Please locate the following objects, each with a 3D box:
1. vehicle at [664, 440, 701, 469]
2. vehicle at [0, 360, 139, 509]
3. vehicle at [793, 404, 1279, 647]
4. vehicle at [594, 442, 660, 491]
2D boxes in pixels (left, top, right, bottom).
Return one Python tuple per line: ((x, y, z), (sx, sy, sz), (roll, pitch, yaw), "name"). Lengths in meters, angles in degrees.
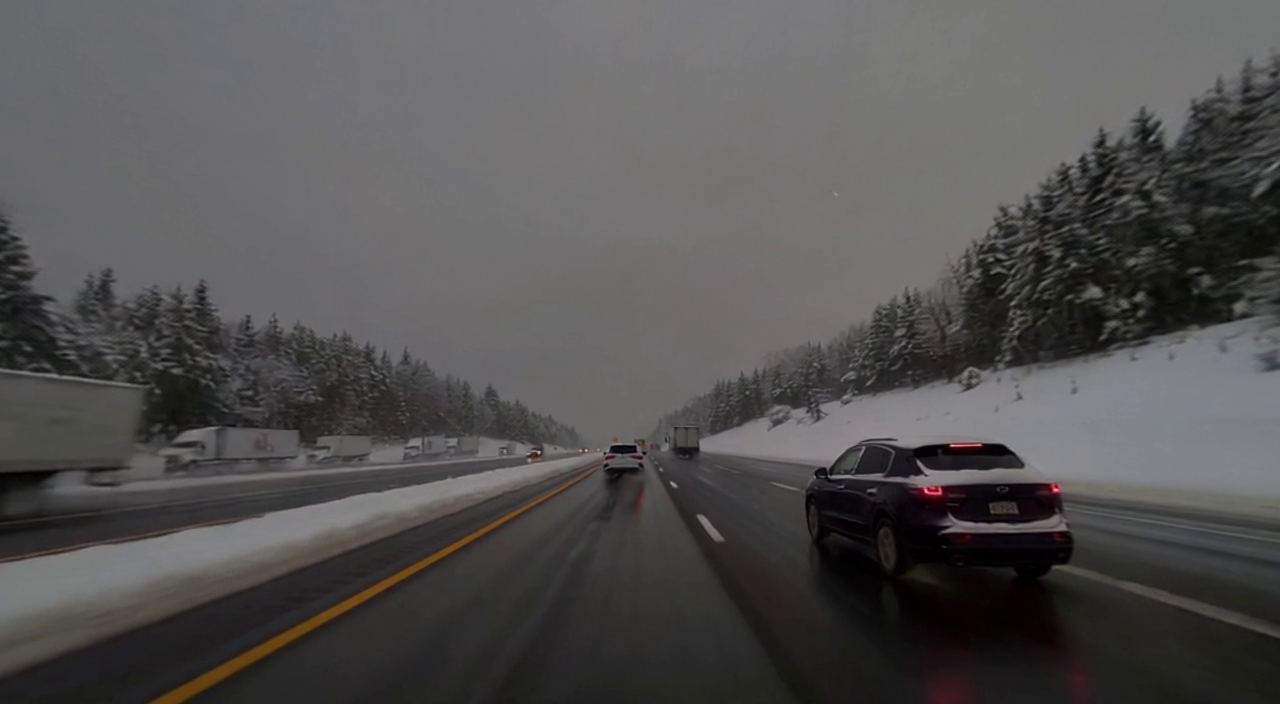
((2.632, 6.500, 39.933), (2.048, 1.704, 4.284), (0, -9, 0), "vehicle")
((-16.244, 1.922, 14.662), (2.687, 3.442, 7.686), (0, -9, 0), "vehicle")
((3.218, 1.471, 6.443), (1.997, 1.534, 4.664), (0, -9, -2), "vehicle")
((-0.436, 3.720, 20.766), (1.970, 1.441, 3.846), (0, -9, -1), "vehicle")
